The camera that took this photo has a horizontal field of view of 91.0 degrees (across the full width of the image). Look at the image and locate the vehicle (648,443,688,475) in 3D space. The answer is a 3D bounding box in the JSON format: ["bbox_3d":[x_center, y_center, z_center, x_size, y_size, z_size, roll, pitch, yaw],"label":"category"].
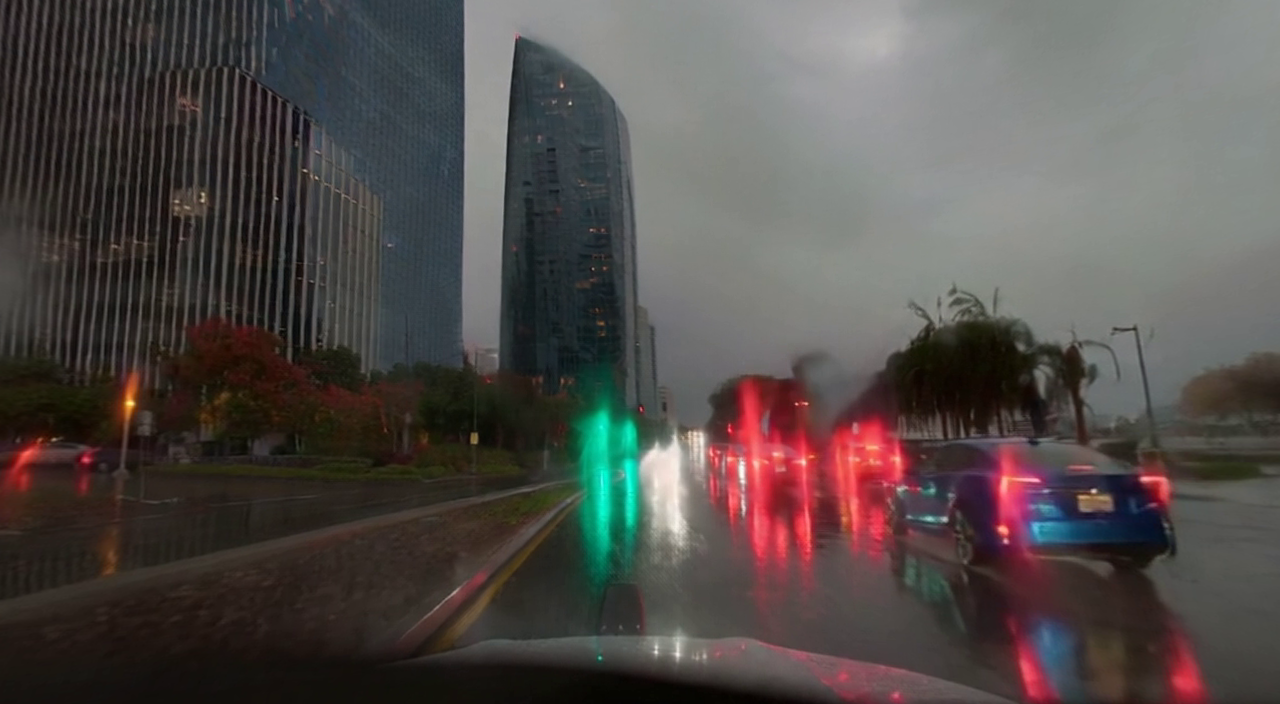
[{"bbox_3d":[1.687,6.158,36.454,2.121,1.728,4.161,-1,-9,5],"label":"vehicle"}]

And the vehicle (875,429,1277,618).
[{"bbox_3d":[4.749,1.876,8.084,2.089,1.609,4.922,-1,-9,7],"label":"vehicle"}]

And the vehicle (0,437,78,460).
[{"bbox_3d":[-45.090,7.165,46.789,4.600,1.700,1.957,1,-9,-4],"label":"vehicle"}]

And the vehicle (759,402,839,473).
[{"bbox_3d":[9.448,5.441,39.264,3.128,3.616,13.736,-1,-9,7],"label":"vehicle"}]

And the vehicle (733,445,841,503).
[{"bbox_3d":[4.273,3.607,19.054,2.183,1.553,3.923,0,-9,-2],"label":"vehicle"}]
